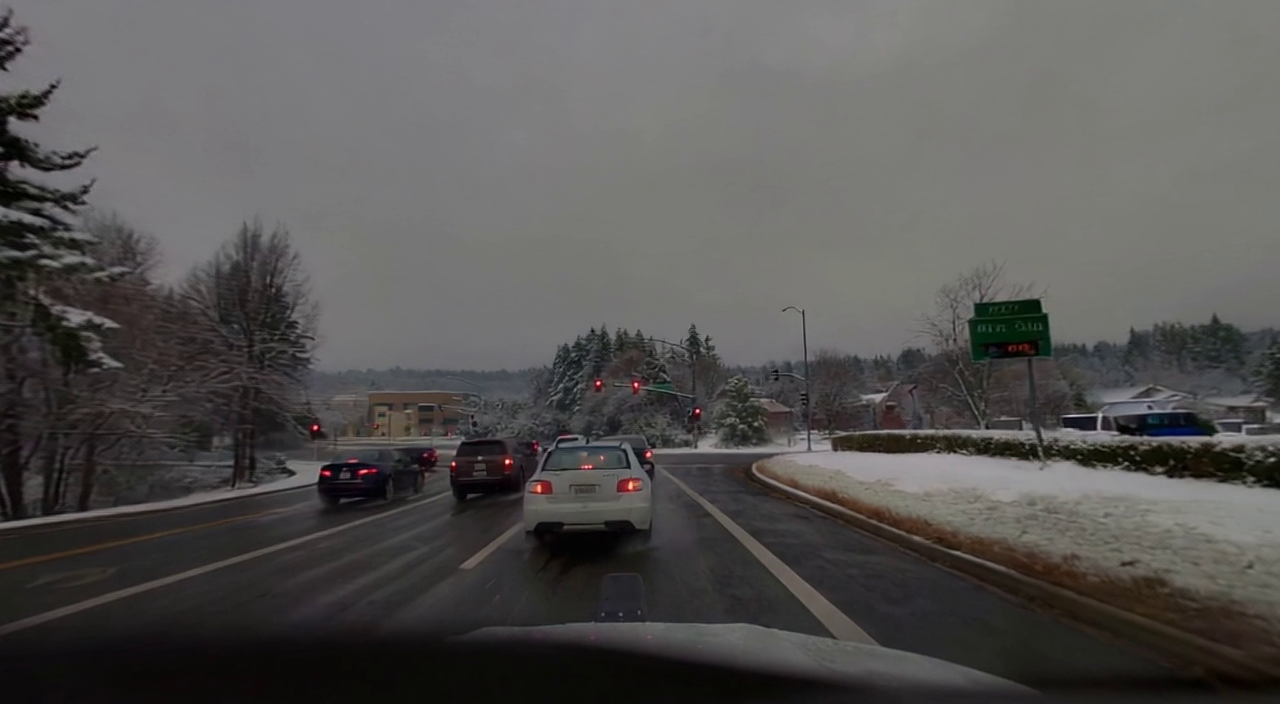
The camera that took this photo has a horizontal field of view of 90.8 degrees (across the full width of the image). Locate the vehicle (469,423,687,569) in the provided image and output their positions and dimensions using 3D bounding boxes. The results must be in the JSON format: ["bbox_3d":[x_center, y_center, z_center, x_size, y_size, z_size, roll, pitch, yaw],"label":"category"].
[{"bbox_3d":[-0.651,1.824,8.811,2.231,1.481,4.489,0,-8,0],"label":"vehicle"}]

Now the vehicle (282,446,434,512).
[{"bbox_3d":[-7.025,3.165,16.368,1.852,1.458,4.422,0,-8,1],"label":"vehicle"}]
